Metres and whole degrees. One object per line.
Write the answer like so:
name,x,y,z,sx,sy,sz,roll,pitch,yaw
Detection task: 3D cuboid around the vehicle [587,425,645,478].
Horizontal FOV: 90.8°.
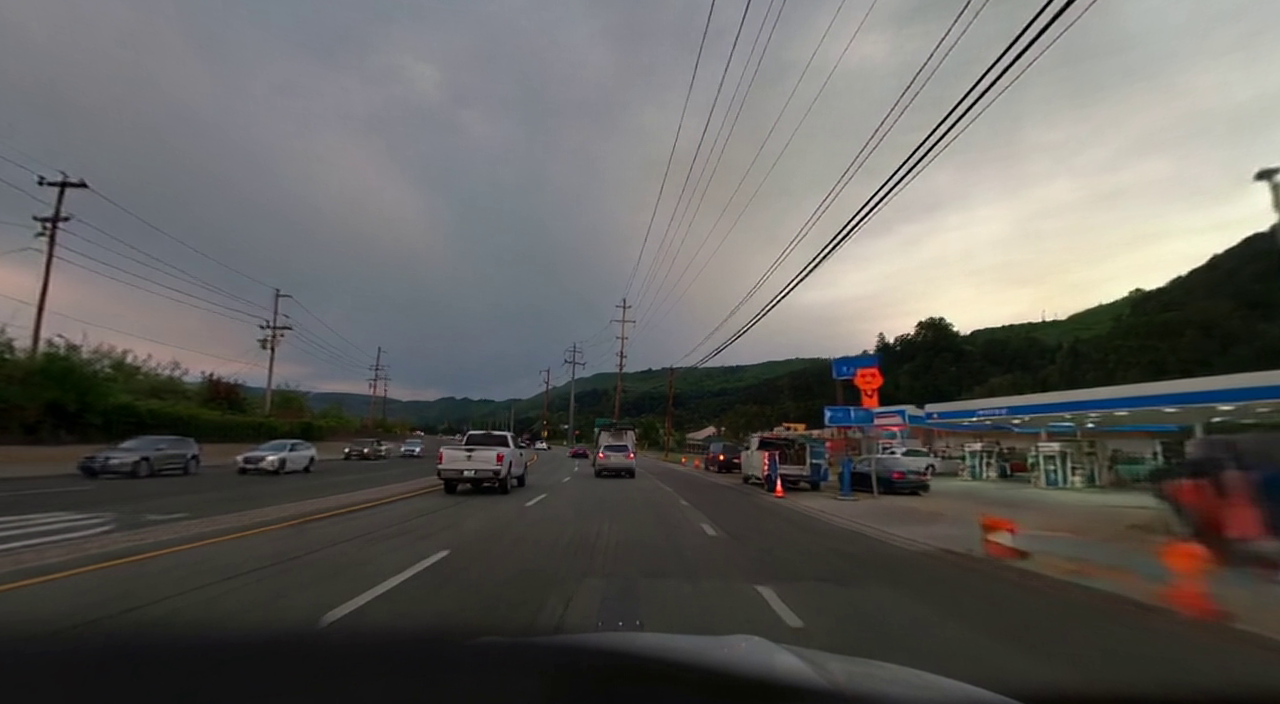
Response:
vehicle,-1.239,4.672,29.874,2.486,2.280,5.291,1,-9,-4

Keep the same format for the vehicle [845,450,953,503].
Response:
vehicle,8.995,4.327,22.376,1.933,1.480,4.249,2,-7,-2

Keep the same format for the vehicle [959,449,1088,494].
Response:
vehicle,17.000,5.278,28.350,1.986,1.771,4.809,2,-9,-15

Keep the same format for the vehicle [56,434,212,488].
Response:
vehicle,-17.546,3.791,22.265,1.972,1.677,4.443,0,-9,-3

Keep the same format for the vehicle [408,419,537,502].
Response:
vehicle,-4.574,3.074,18.355,2.345,2.012,5.693,0,-9,-2

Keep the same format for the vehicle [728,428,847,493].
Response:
vehicle,5.528,4.201,24.952,2.706,2.199,6.527,0,-9,-4
